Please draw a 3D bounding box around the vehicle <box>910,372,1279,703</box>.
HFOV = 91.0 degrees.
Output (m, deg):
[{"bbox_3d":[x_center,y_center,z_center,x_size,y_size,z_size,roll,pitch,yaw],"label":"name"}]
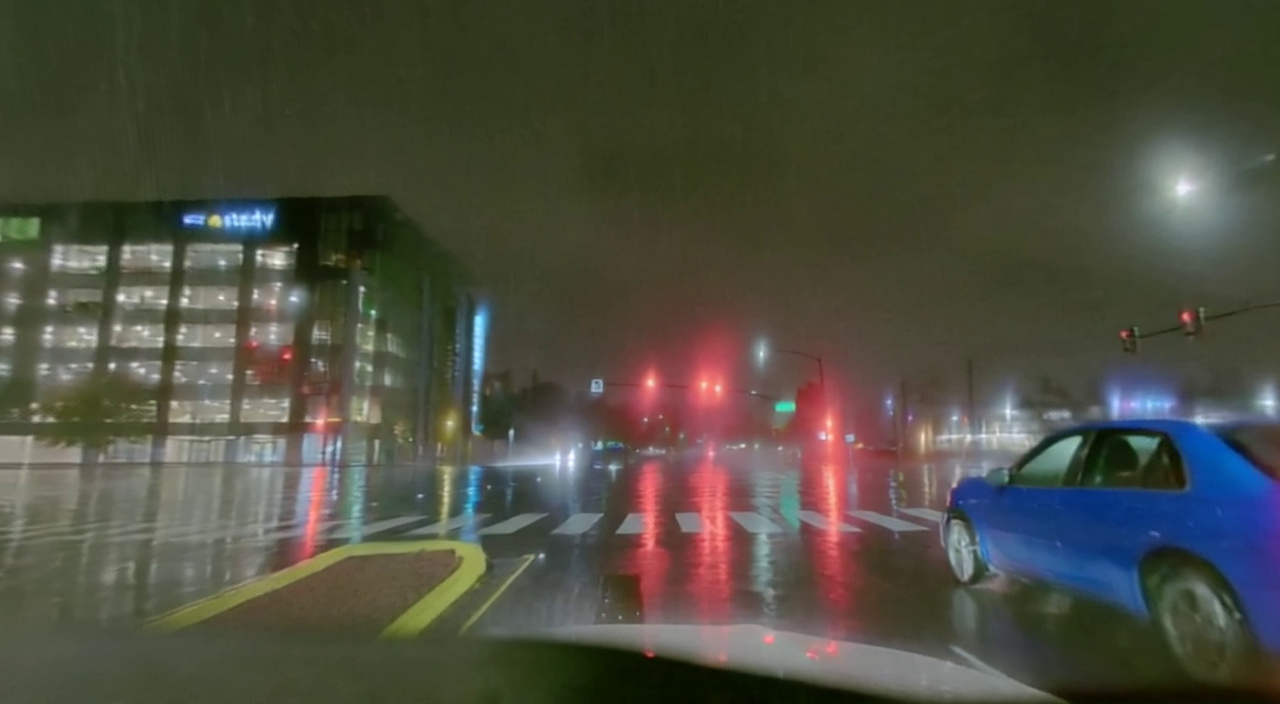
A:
[{"bbox_3d":[3.711,1.143,4.226,2.067,1.625,4.073,-1,-8,2],"label":"vehicle"}]
